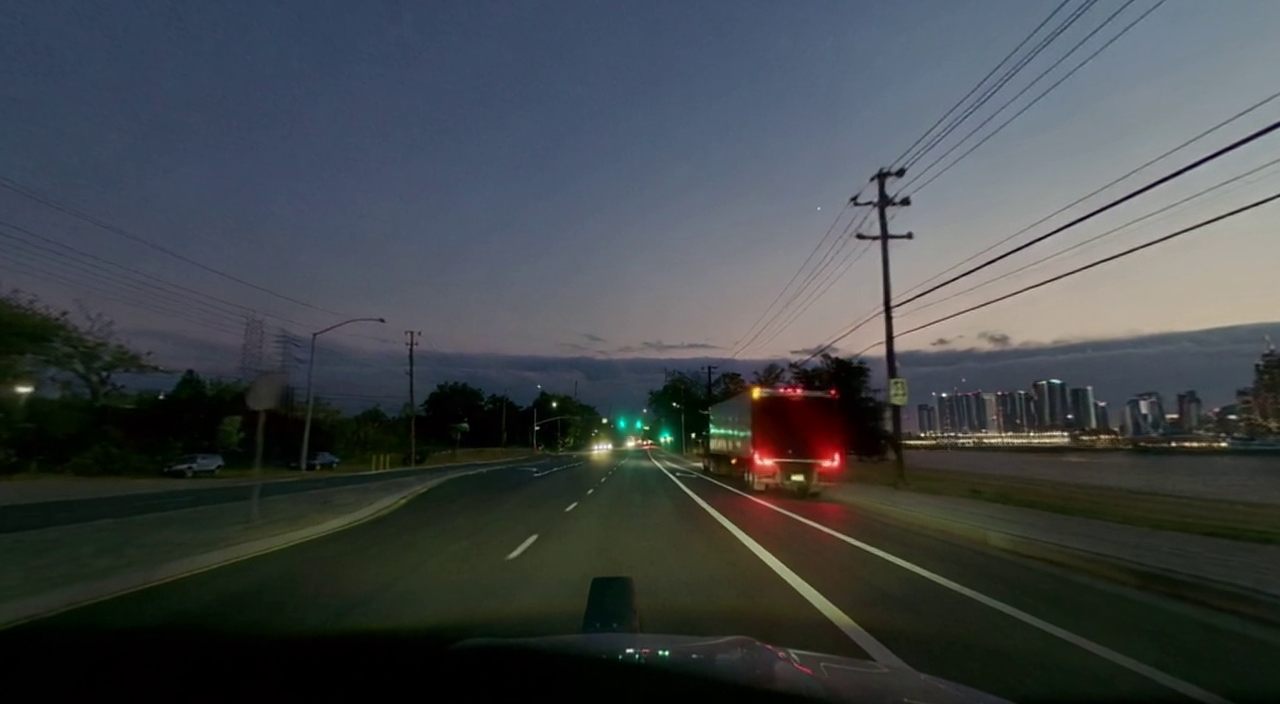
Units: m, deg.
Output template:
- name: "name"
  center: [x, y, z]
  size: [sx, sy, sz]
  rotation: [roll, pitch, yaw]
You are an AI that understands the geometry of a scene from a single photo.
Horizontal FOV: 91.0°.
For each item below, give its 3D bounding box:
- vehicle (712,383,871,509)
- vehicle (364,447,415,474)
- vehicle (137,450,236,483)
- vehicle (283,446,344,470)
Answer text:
- name: "vehicle"
  center: [3.897, 2.696, 18.119]
  size: [2.706, 2.880, 7.117]
  rotation: [0, -9, -1]
- name: "vehicle"
  center: [-18.690, 8.087, 47.111]
  size: [1.948, 1.844, 4.235]
  rotation: [0, -9, 1]
- name: "vehicle"
  center: [-25.599, 6.437, 35.760]
  size: [1.950, 1.658, 4.576]
  rotation: [0, -9, 5]
- name: "vehicle"
  center: [-25.545, 8.283, 49.432]
  size: [2.020, 1.763, 4.637]
  rotation: [-1, -9, 5]
